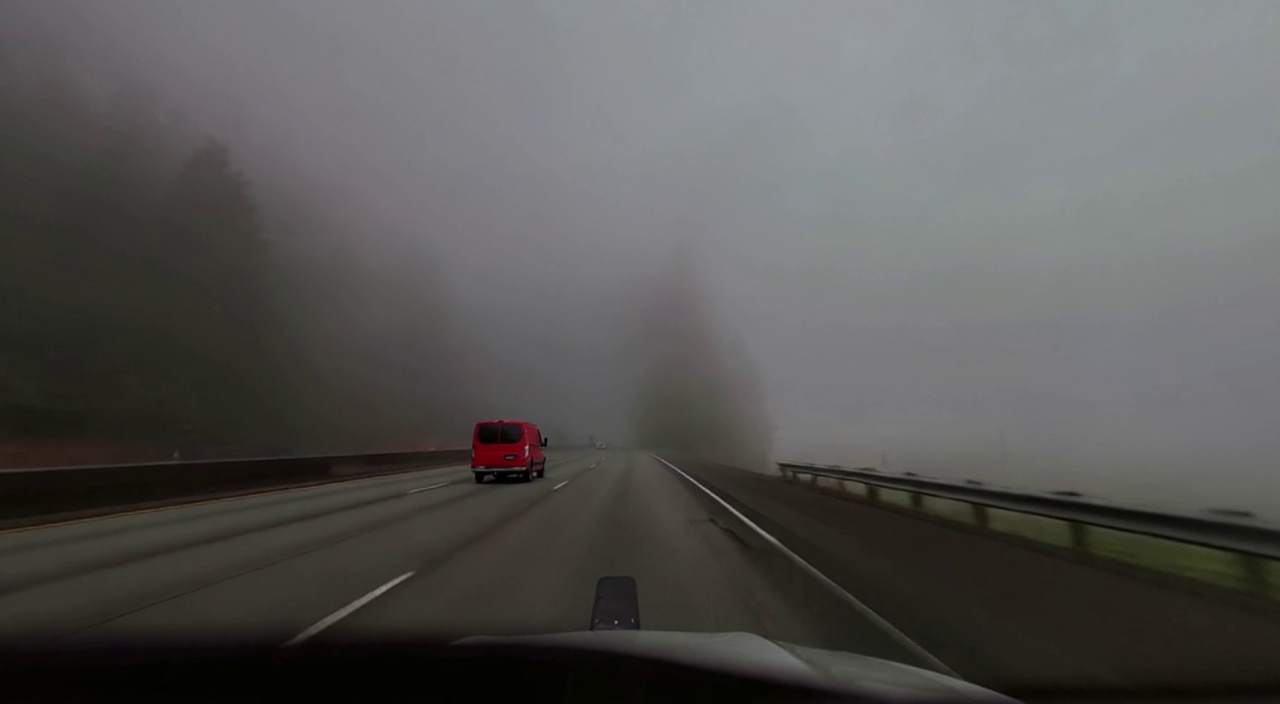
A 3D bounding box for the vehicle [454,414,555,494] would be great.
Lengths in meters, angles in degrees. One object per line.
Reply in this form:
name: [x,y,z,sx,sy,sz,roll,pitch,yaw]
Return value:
vehicle: [-3.827,2.988,18.722,1.976,2.029,4.737,-1,-8,0]
